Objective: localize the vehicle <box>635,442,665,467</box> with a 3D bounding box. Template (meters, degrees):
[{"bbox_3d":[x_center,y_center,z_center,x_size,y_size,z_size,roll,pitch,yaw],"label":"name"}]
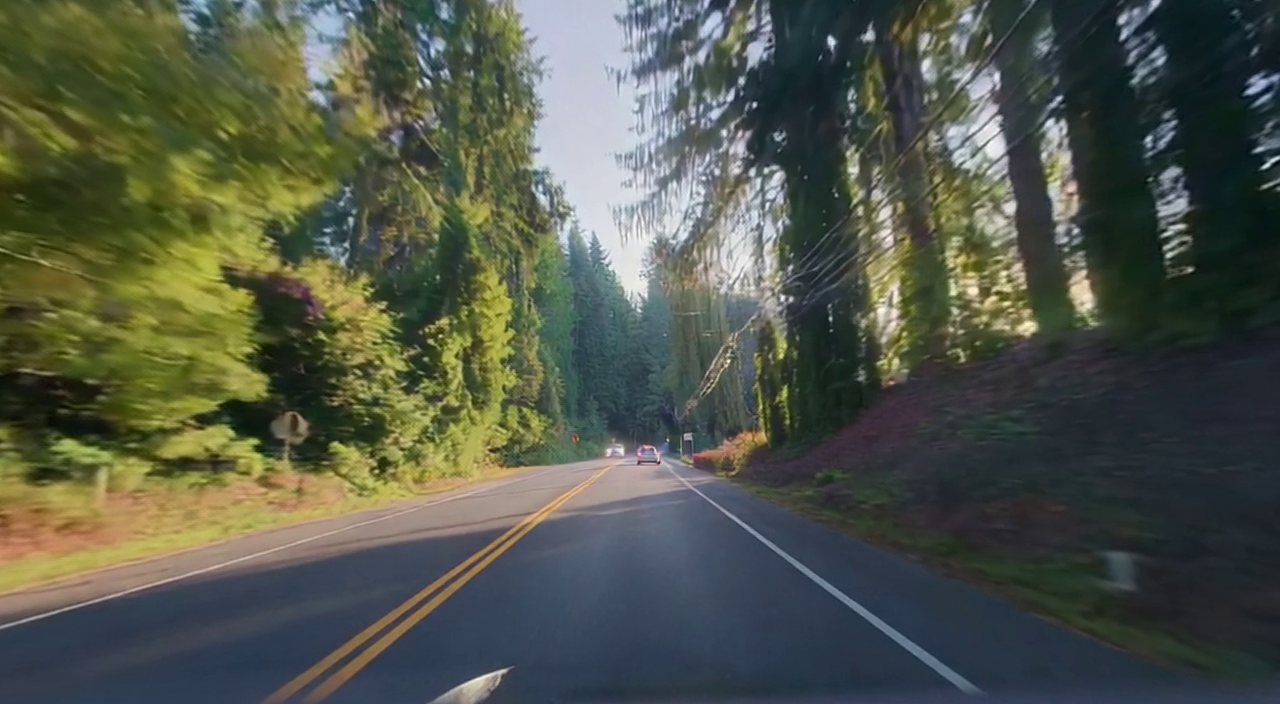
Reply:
[{"bbox_3d":[0.688,7.532,46.566,2.083,1.767,4.448,-1,-9,0],"label":"vehicle"}]
